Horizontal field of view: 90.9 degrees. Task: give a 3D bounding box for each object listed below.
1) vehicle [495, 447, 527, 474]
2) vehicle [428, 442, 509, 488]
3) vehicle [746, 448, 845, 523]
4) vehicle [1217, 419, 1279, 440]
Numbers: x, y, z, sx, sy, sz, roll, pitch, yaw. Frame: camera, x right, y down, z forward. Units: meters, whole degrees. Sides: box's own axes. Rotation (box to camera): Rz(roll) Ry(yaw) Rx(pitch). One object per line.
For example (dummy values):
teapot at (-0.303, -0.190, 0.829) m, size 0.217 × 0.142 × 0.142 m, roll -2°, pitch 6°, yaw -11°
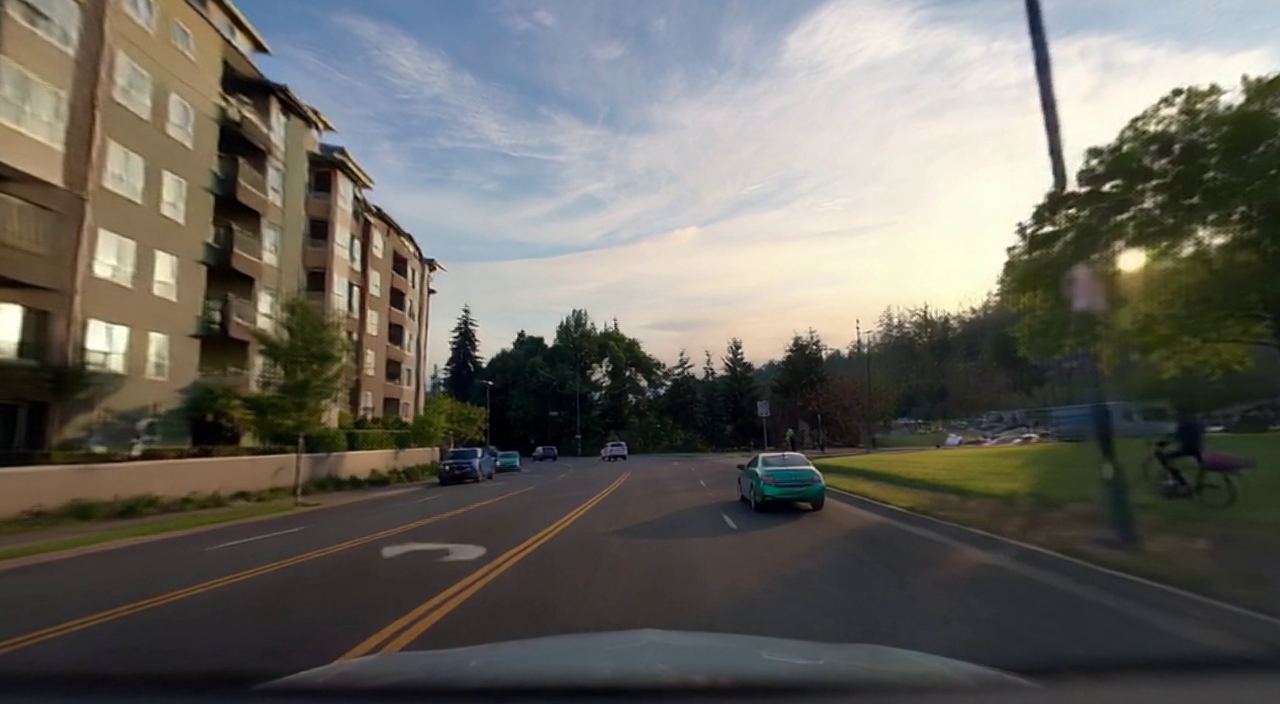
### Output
vehicle at (-8.678, 7.317, 42.746) m, size 1.994 × 1.697 × 4.436 m, roll 1°, pitch -9°, yaw -10°
vehicle at (-8.261, 5.495, 30.925) m, size 2.347 × 1.846 × 4.915 m, roll -6°, pitch -9°, yaw 2°
vehicle at (3.051, 2.677, 12.818) m, size 1.559 × 1.351 × 2.452 m, roll -1°, pitch -10°, yaw 5°
vehicle at (45.193, 5.647, 45.901) m, size 4.494 × 1.438 × 1.996 m, roll -7°, pitch -11°, yaw 41°
